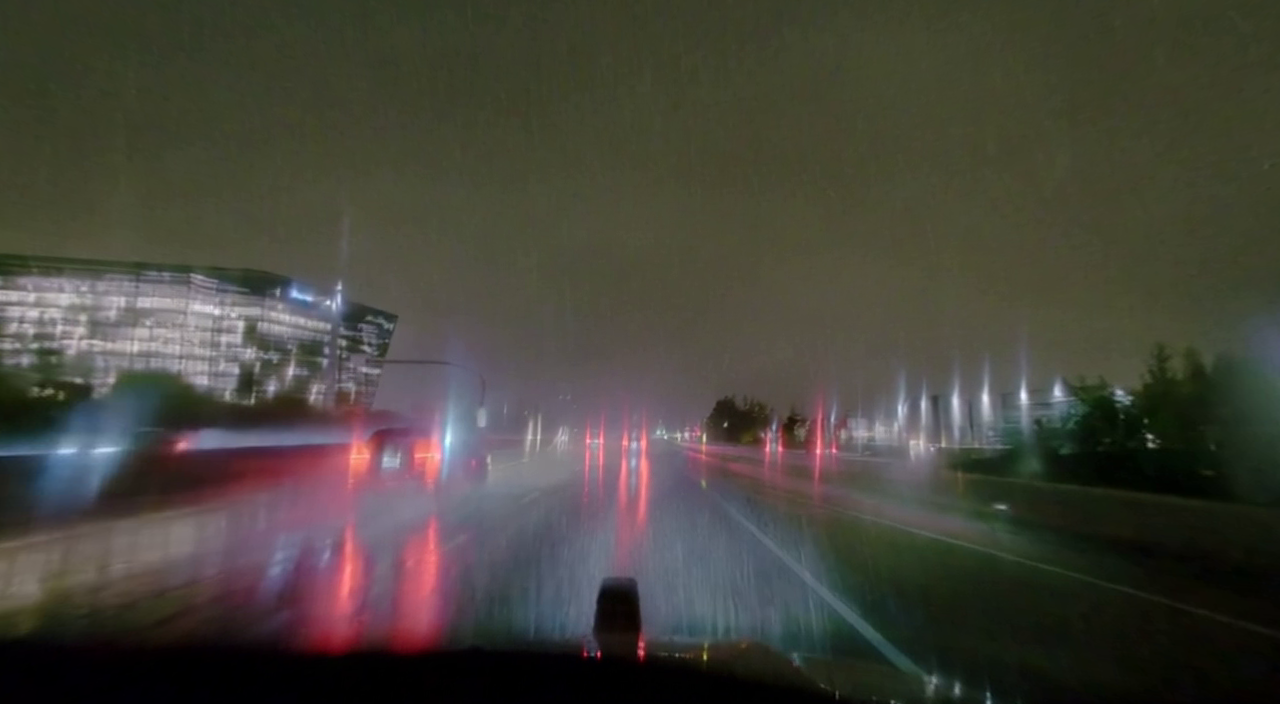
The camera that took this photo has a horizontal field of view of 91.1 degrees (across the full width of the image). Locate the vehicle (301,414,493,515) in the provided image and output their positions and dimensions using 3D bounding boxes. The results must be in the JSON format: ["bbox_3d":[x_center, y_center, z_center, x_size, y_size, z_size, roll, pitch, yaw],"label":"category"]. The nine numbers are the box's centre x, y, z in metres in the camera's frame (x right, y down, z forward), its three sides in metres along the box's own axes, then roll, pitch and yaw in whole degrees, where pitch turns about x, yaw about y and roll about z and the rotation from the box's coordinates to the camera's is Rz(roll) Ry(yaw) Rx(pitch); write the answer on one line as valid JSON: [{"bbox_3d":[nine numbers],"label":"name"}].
[{"bbox_3d":[-4.457,2.128,12.442,2.036,1.612,4.510,0,-8,-1],"label":"vehicle"}]

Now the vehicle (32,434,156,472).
[{"bbox_3d":[-23.596,4.360,27.404,1.803,1.491,3.941,0,-8,1],"label":"vehicle"}]

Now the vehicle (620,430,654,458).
[{"bbox_3d":[-0.207,5.669,38.829,2.036,1.637,4.009,0,-8,-1],"label":"vehicle"}]
